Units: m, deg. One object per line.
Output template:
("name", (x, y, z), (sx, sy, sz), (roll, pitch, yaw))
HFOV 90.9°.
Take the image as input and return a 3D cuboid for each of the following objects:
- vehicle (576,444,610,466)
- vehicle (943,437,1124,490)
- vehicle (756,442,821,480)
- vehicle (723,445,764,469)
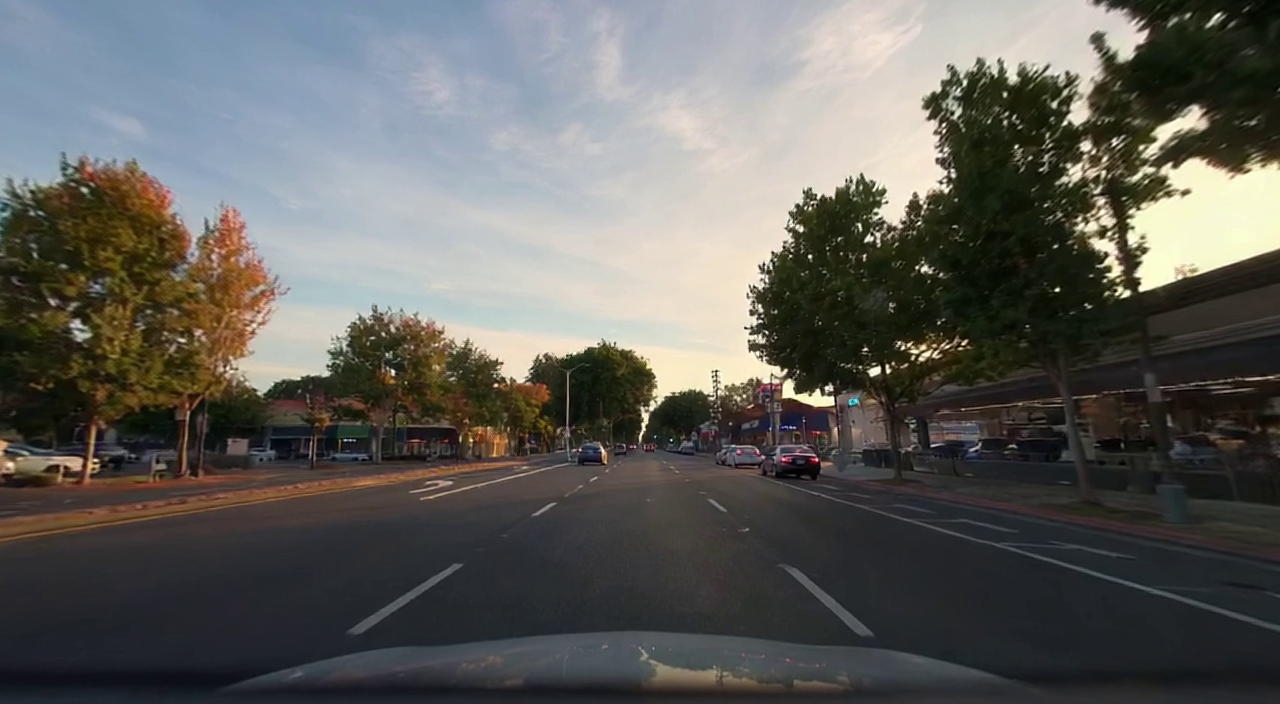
("vehicle", (-3.255, 7.217, 44.264), (2.005, 1.446, 4.265), (0, -8, 0))
("vehicle", (12.833, 3.634, 20.812), (4.597, 1.643, 1.932), (0, -8, 2))
("vehicle", (6.759, 4.988, 29.131), (1.934, 1.641, 4.117), (0, -8, -1))
("vehicle", (6.945, 7.115, 42.919), (1.869, 1.516, 4.767), (0, -8, -1))
